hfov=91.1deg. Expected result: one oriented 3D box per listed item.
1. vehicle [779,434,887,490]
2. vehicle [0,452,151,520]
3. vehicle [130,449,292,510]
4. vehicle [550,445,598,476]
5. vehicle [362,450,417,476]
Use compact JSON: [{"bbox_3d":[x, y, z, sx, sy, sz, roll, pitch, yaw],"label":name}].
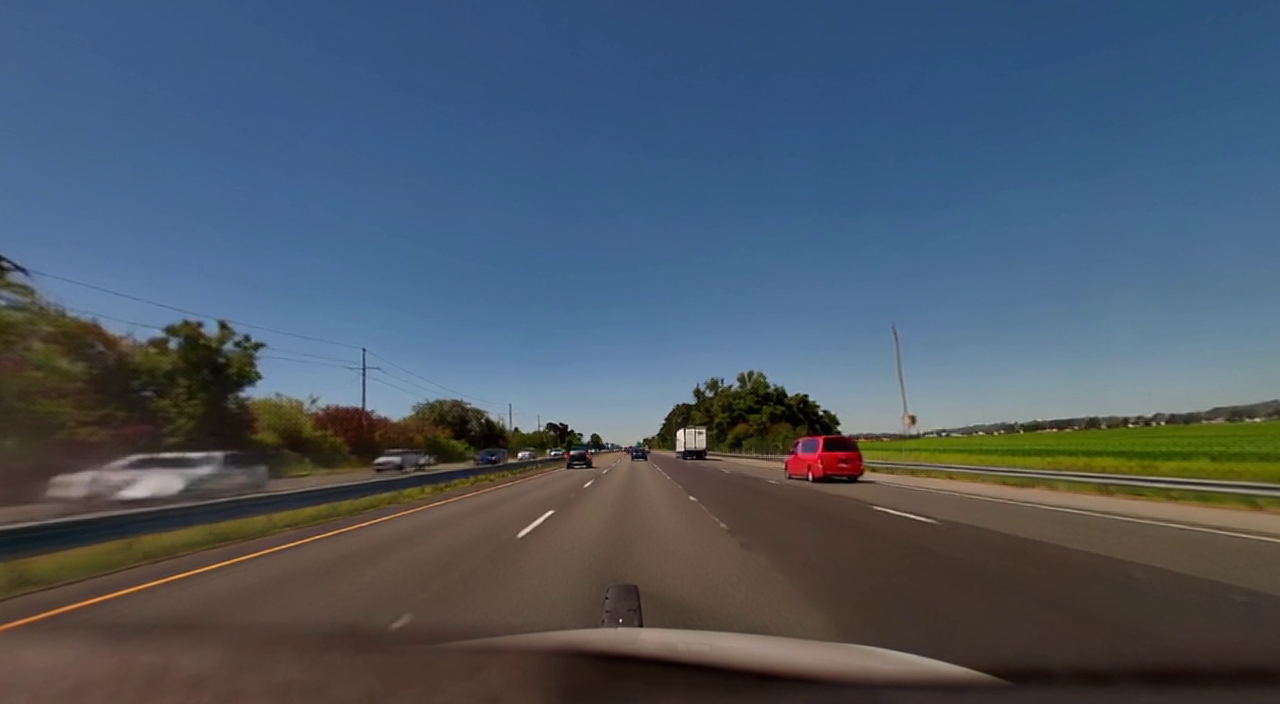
[{"bbox_3d":[6.213,3.618,20.957,2.069,1.625,4.832,0,-9,0],"label":"vehicle"},{"bbox_3d":[-15.206,3.337,16.152,1.850,1.465,4.240,0,-9,0],"label":"vehicle"},{"bbox_3d":[-11.457,3.383,17.137,1.775,1.434,3.718,0,-9,0],"label":"vehicle"},{"bbox_3d":[-3.503,5.847,34.077,2.160,1.530,4.500,0,-9,0],"label":"vehicle"},{"bbox_3d":[-16.741,7.400,42.241,1.921,1.630,4.333,0,-9,0],"label":"vehicle"}]
